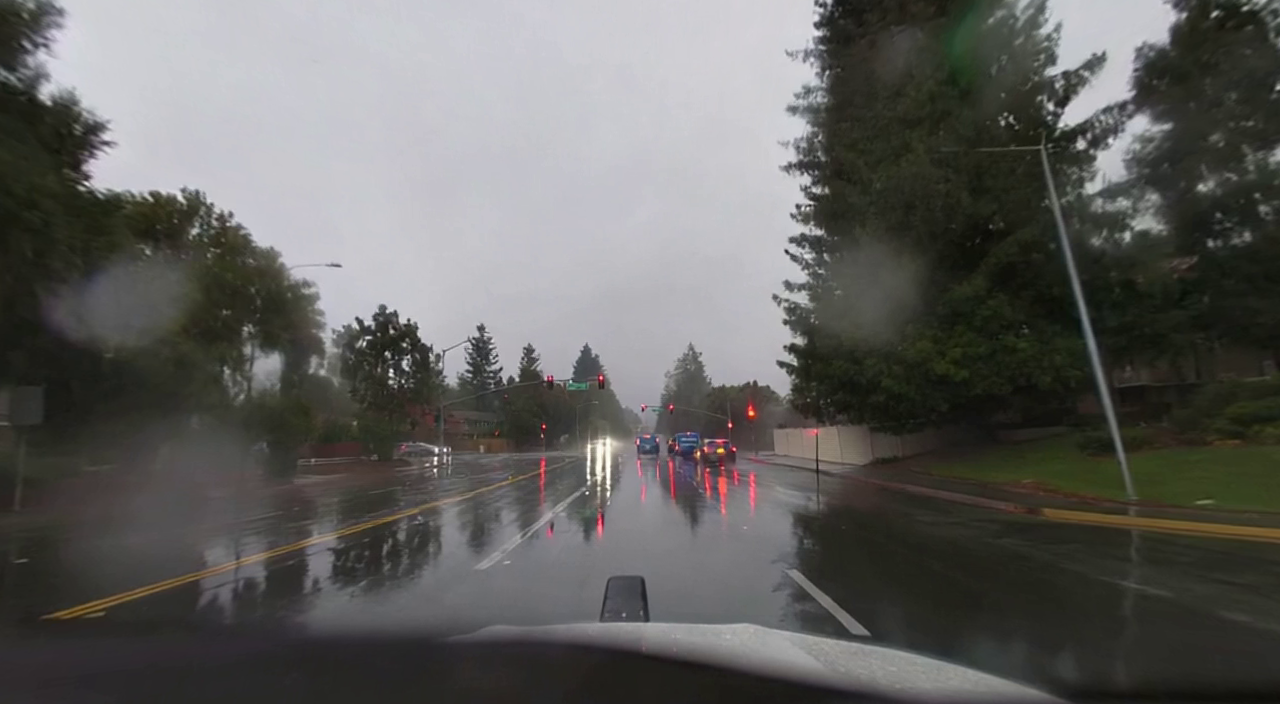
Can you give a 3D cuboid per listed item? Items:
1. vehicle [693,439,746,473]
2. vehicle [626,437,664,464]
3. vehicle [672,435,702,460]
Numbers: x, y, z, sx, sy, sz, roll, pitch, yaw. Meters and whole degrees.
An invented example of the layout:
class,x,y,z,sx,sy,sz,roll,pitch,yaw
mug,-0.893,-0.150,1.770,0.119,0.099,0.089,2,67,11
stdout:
class,x,y,z,sx,sy,sz,roll,pitch,yaw
vehicle,3.727,4.990,30.323,1.934,1.506,4.544,0,-9,-1
vehicle,0.333,6.437,41.035,2.321,1.624,4.367,0,-9,1
vehicle,3.681,7.524,49.470,2.059,1.924,4.257,0,-9,0
